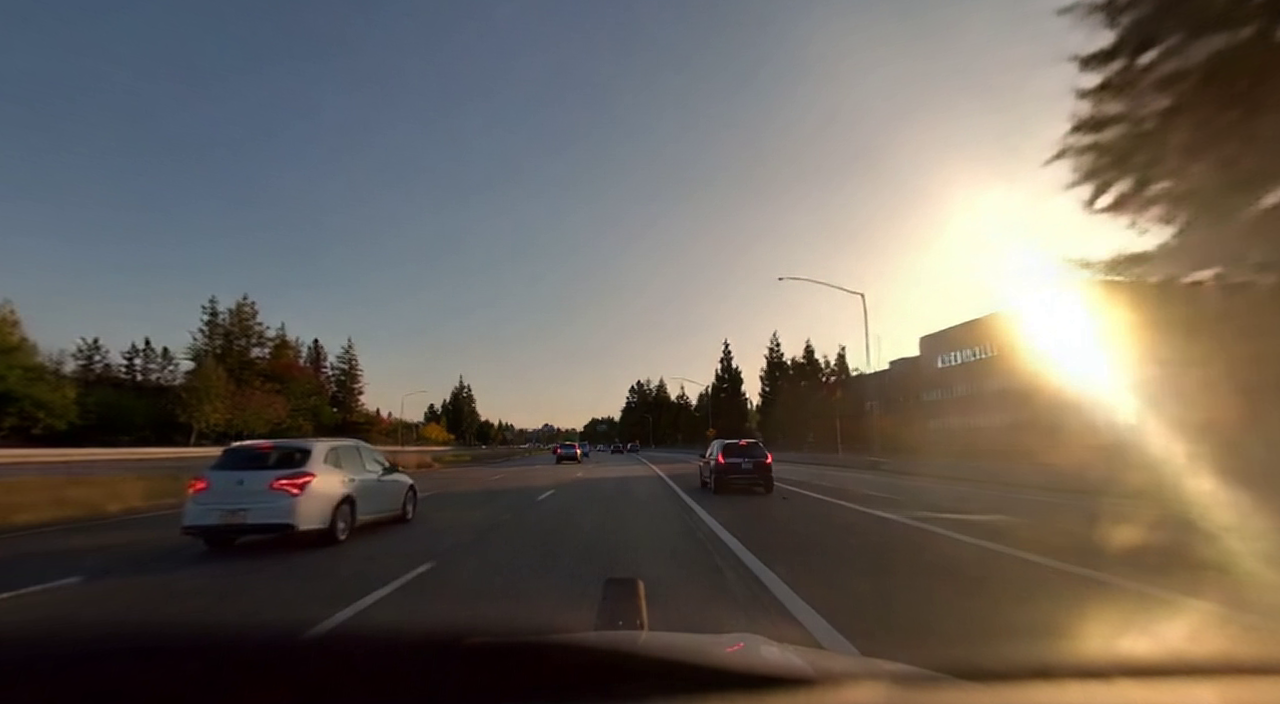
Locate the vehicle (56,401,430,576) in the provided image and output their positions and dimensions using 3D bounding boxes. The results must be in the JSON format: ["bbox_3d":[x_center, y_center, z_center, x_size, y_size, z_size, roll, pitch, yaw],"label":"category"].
[{"bbox_3d":[-4.866,1.740,8.913,2.176,1.779,4.755,0,-8,0],"label":"vehicle"}]

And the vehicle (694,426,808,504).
[{"bbox_3d":[2.620,2.786,16.025,1.997,1.686,4.247,0,-8,-2],"label":"vehicle"}]

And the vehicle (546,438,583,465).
[{"bbox_3d":[-5.288,7.014,44.750,2.160,1.794,4.646,0,-8,-2],"label":"vehicle"}]
